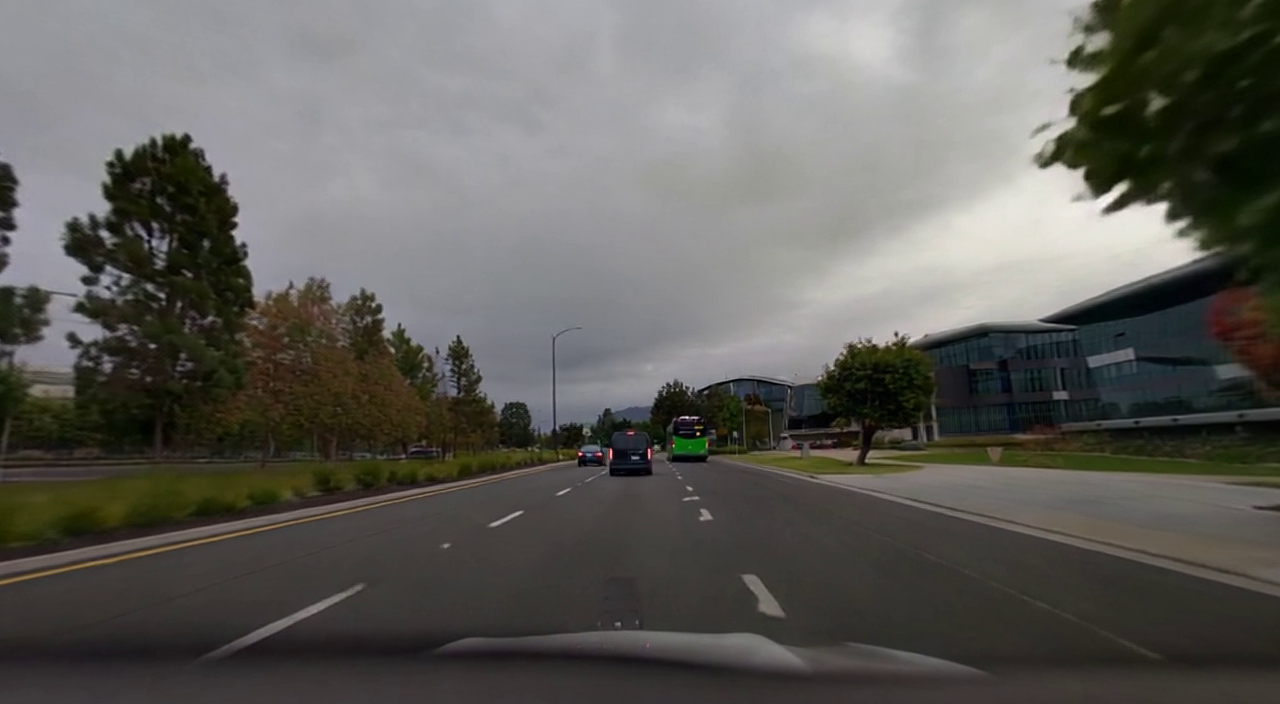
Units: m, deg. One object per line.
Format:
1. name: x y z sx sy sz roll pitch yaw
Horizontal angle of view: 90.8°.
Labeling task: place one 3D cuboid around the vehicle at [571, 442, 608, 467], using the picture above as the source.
1. vehicle: -3.498 7.205 44.537 2.109 1.672 4.256 -1 -9 2

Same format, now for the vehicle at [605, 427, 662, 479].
1. vehicle: -0.192 4.573 28.770 2.336 2.122 5.207 -1 -9 2
